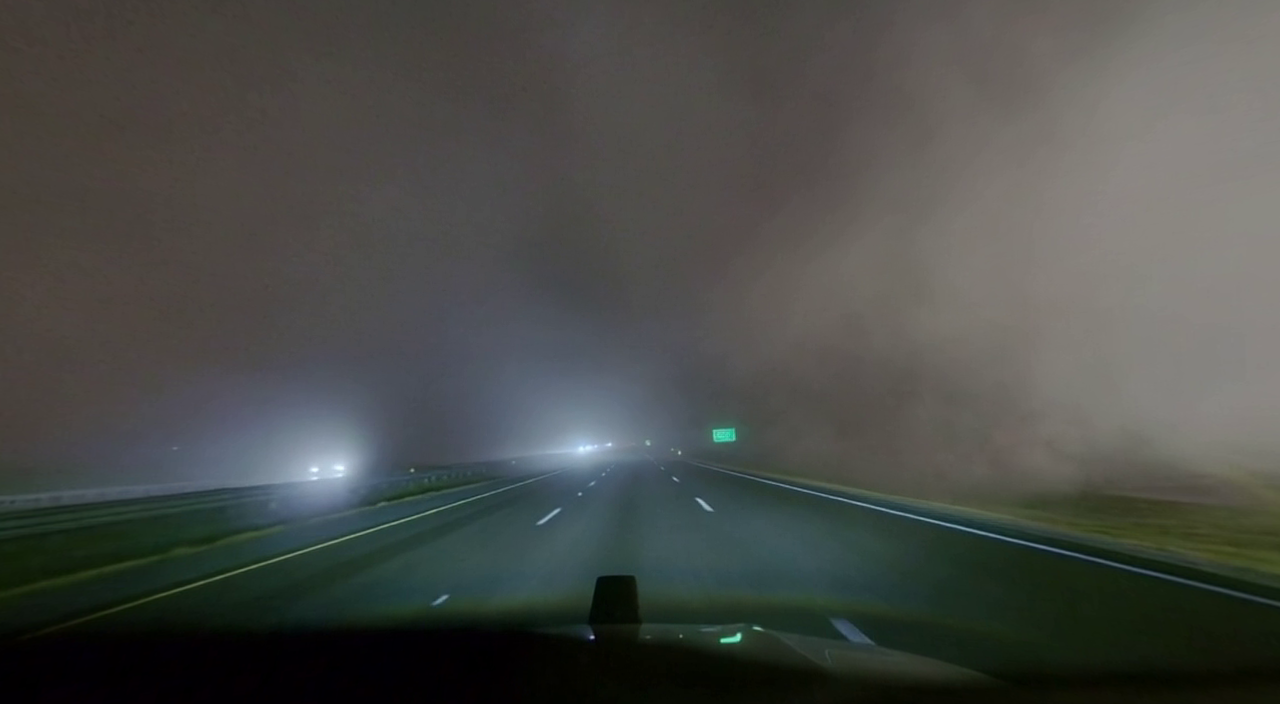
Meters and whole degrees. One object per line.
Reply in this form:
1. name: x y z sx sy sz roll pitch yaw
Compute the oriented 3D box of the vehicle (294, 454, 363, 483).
1. vehicle: -17.176 6.406 34.864 1.792 1.469 3.906 0 -9 0
